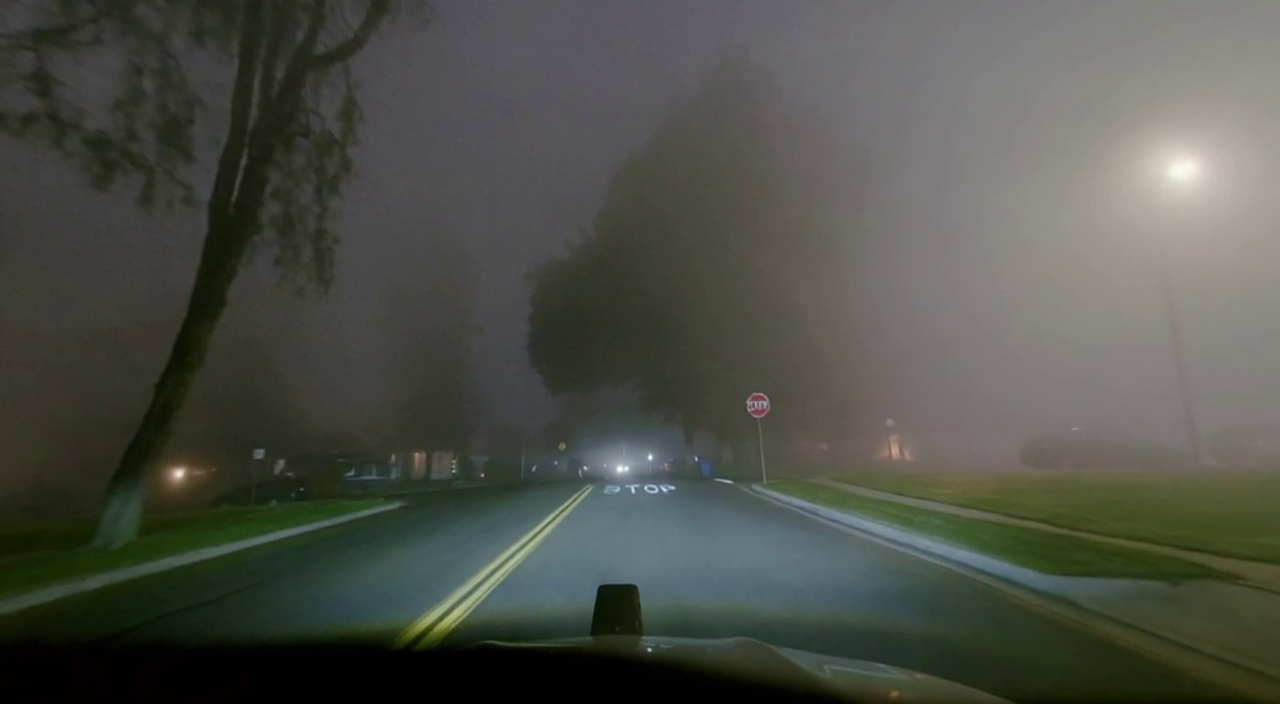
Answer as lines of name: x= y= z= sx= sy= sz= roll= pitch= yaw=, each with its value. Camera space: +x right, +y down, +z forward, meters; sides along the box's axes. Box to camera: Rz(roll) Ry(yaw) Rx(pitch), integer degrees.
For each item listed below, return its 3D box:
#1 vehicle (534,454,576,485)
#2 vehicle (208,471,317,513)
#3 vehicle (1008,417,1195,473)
vehicle: x=-6.021 y=8.424 z=45.459 sx=2.149 sy=1.823 sz=4.613 roll=-6 pitch=-9 yaw=1
vehicle: x=-18.516 y=6.875 z=31.078 sx=4.274 sy=1.626 sz=2.093 roll=-6 pitch=-9 yaw=11
vehicle: x=16.758 y=3.442 z=23.247 sx=4.982 sy=1.874 sz=2.133 roll=-3 pitch=-9 yaw=12
